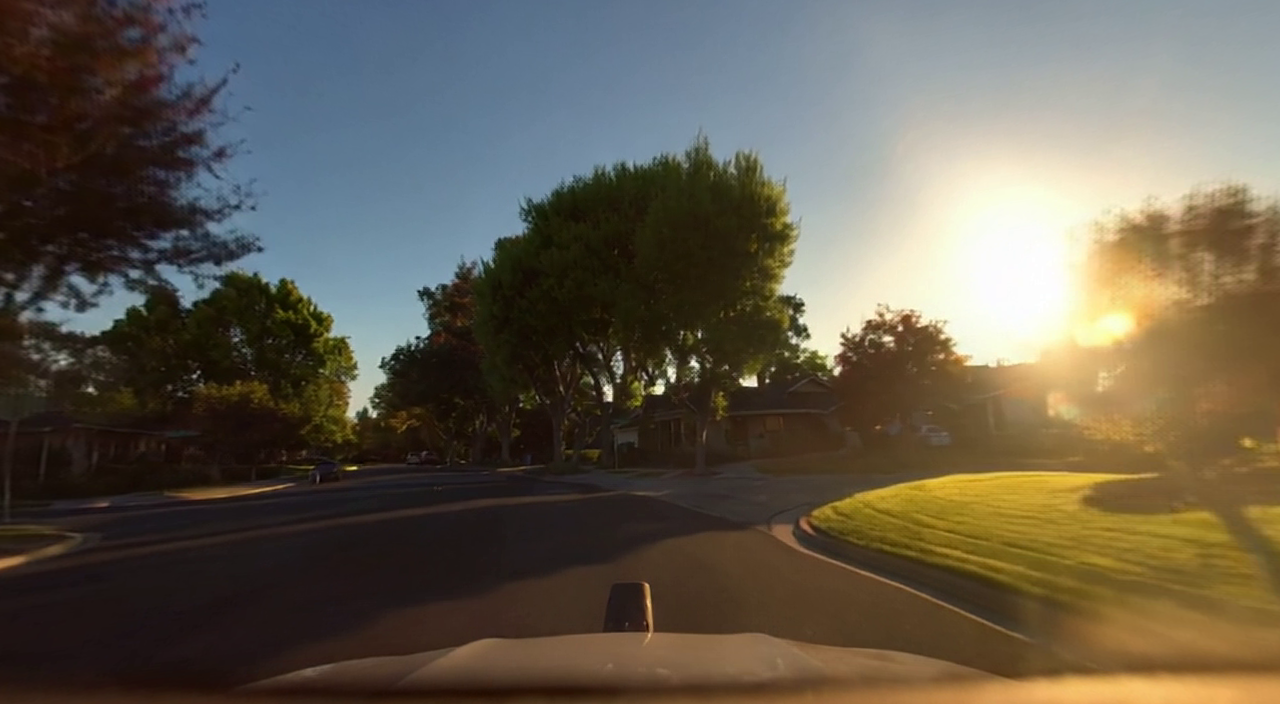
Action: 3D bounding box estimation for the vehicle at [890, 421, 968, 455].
[{"bbox_3d":[16.692,5.049,36.756,1.992,1.813,5.079,0,-8,-2],"label":"vehicle"}]
